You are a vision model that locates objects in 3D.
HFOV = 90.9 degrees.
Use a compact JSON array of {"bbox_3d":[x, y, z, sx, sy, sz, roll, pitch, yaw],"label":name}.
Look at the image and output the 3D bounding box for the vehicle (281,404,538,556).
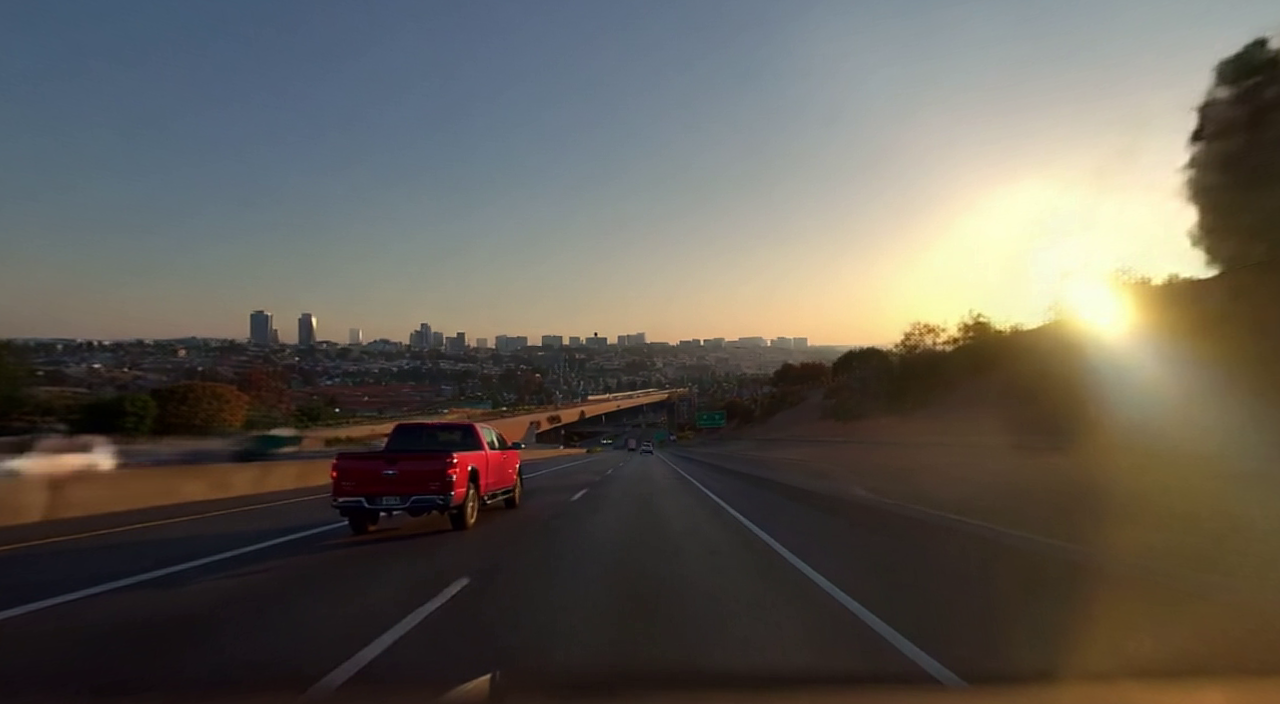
[{"bbox_3d":[-3.421,2.054,10.977,2.350,1.932,5.562,-1,-8,0],"label":"vehicle"}]
